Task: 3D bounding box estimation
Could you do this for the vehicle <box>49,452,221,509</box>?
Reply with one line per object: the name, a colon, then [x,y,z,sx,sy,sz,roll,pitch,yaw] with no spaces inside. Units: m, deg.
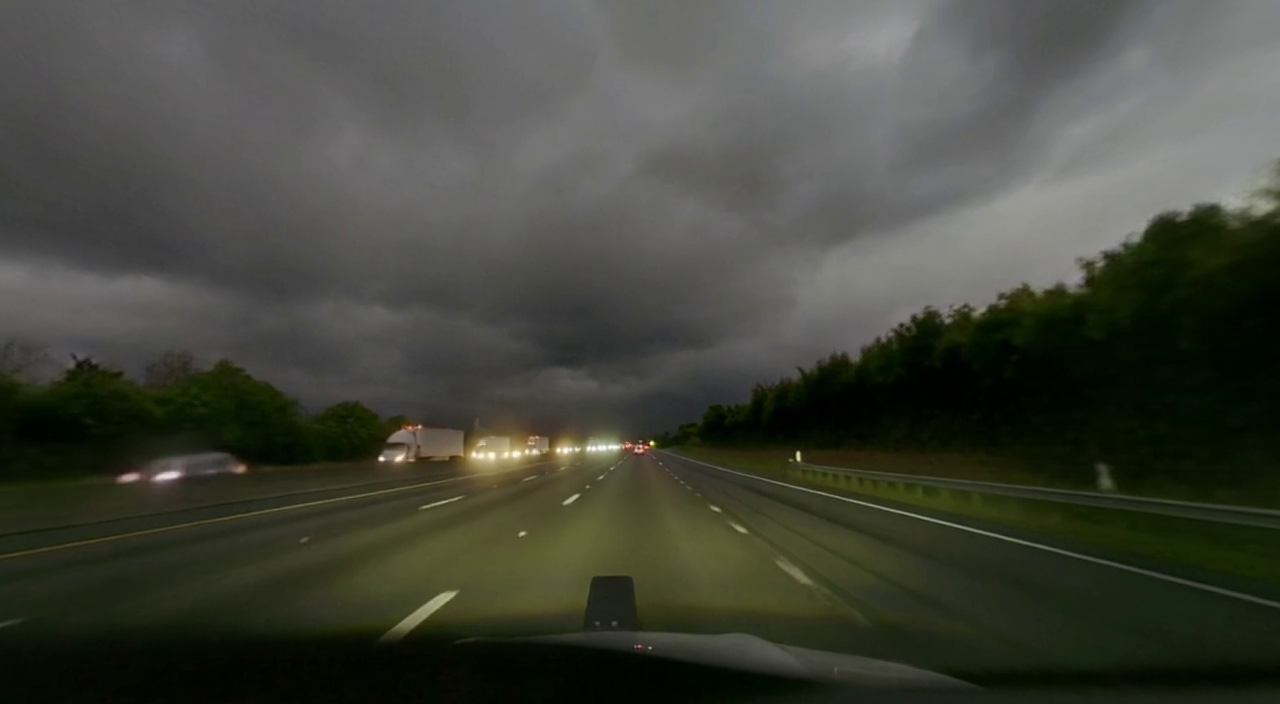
vehicle: [-15.223,3.848,19.247,1.828,1.487,4.135,0,-9,-1]
